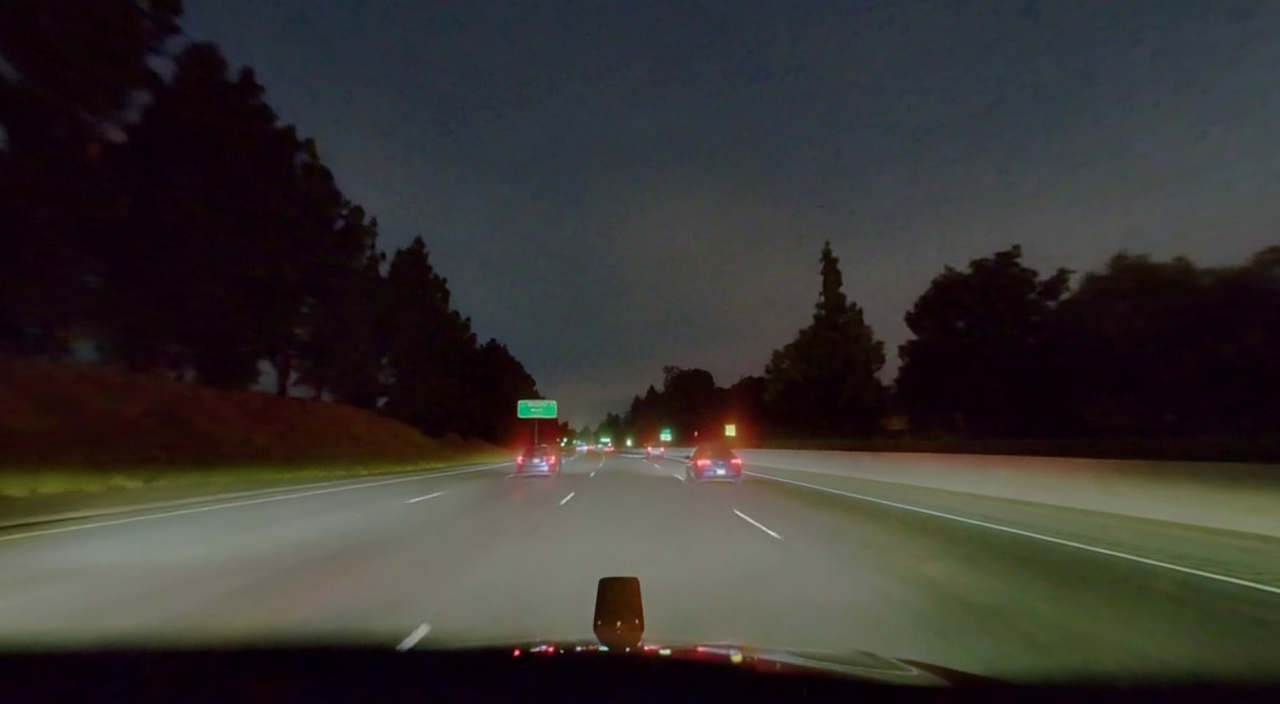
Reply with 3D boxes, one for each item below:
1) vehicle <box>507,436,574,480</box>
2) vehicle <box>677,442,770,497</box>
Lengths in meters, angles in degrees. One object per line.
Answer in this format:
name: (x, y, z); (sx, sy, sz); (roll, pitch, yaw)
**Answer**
vehicle: (-4.166, 4.524, 27.247); (2.244, 1.755, 4.417); (0, -8, -1)
vehicle: (2.358, 3.443, 19.036); (1.947, 1.437, 4.345); (1, -8, -4)
